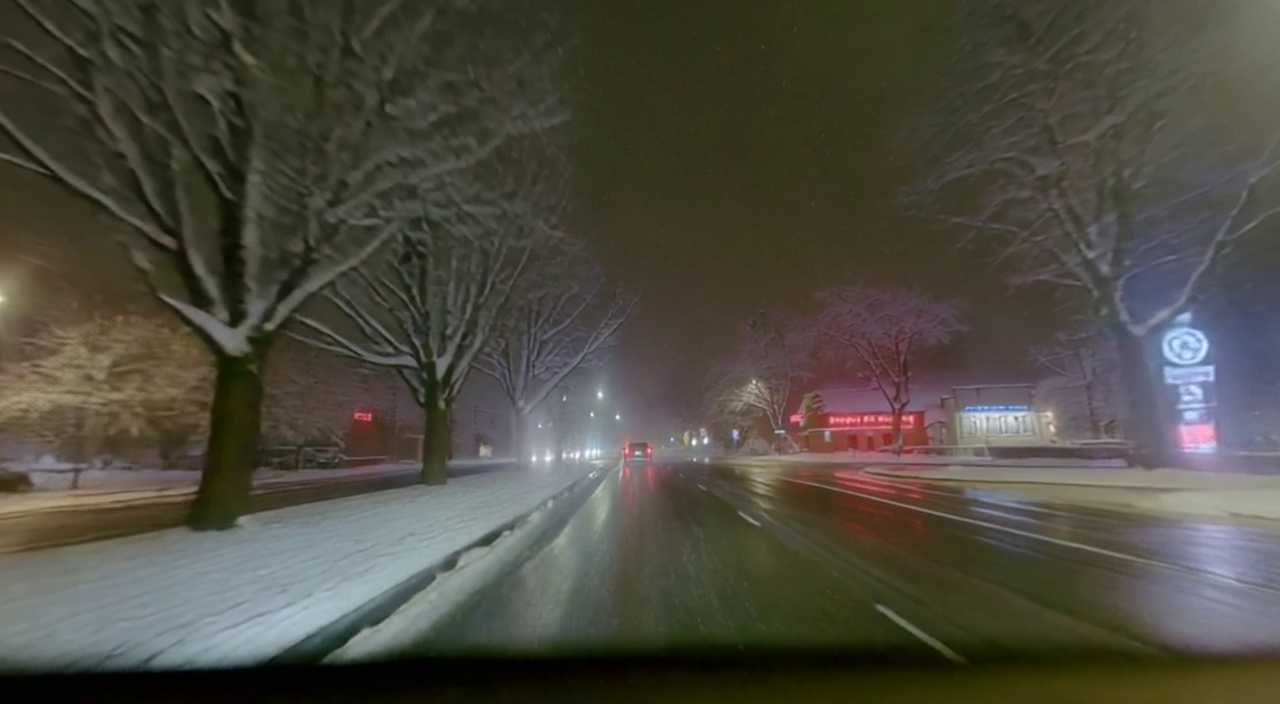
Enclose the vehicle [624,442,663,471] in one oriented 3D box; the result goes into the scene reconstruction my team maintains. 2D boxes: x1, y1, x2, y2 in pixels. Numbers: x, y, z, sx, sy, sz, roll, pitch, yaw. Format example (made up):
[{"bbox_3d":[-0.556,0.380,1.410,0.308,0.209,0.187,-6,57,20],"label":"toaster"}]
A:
[{"bbox_3d":[0.125,5.592,33.875,1.998,1.452,3.773,0,-9,-2],"label":"vehicle"}]
